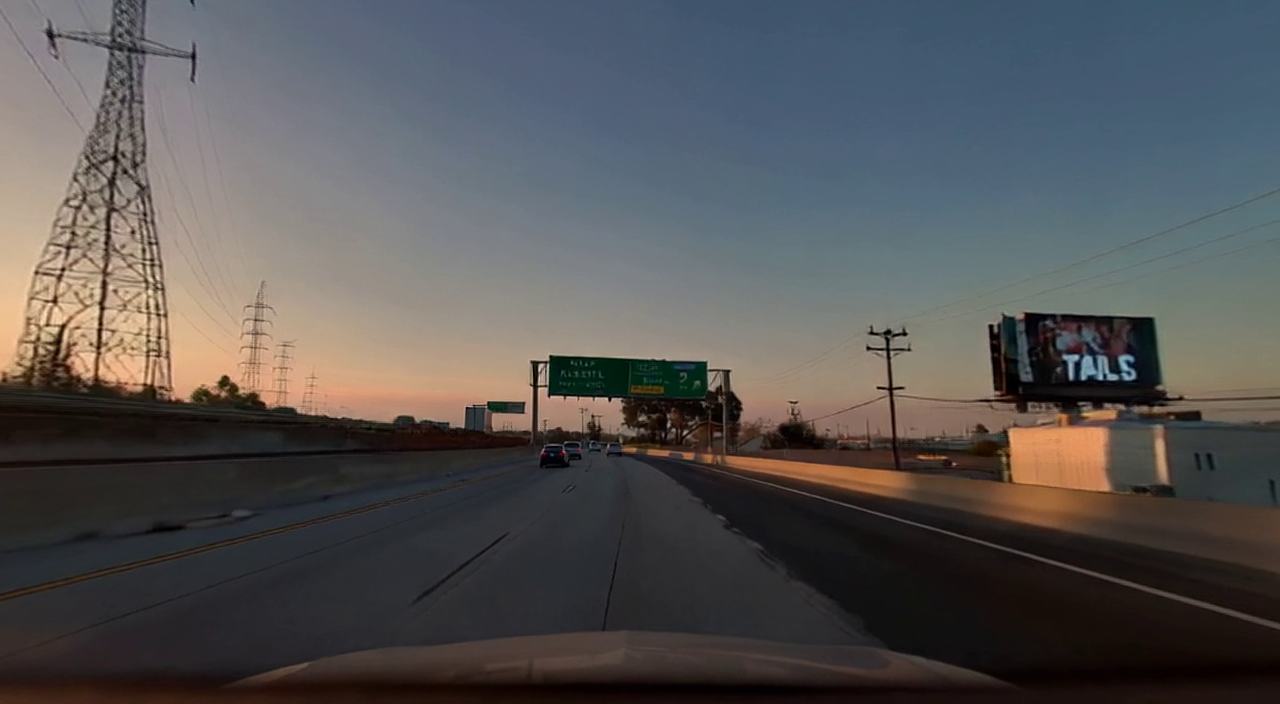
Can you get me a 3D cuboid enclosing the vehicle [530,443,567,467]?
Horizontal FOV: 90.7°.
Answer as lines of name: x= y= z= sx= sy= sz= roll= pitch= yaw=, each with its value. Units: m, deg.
vehicle: x=-5.729 y=6.495 z=40.193 sx=1.921 sy=1.420 sz=4.078 roll=0 pitch=-8 yaw=-3
